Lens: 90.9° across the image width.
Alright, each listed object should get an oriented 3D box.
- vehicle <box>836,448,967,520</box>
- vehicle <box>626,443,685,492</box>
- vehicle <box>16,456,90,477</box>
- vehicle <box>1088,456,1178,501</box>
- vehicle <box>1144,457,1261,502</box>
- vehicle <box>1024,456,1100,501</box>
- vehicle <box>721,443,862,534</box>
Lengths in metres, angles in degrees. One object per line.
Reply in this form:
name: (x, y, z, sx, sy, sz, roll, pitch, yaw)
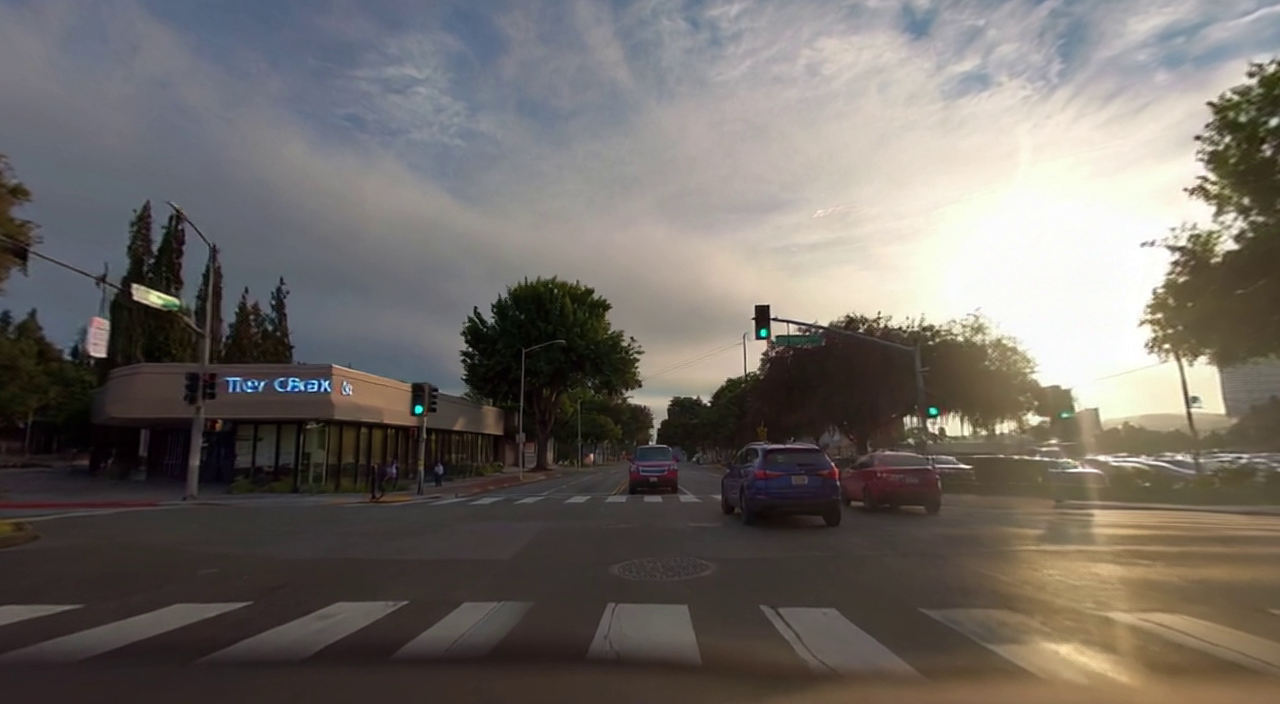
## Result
vehicle: (6.855, 3.446, 17.034, 1.792, 1.682, 4.089, 0, -8, 1)
vehicle: (0.635, 5.099, 28.256, 2.390, 1.948, 5.344, 0, -8, 0)
vehicle: (-41.639, 8.108, 44.772, 3.391, 1.379, 1.562, 4, -9, -26)
vehicle: (19.212, 4.888, 24.738, 1.791, 1.520, 3.649, -4, -9, 23)
vehicle: (21.500, 4.834, 24.330, 2.066, 1.488, 4.158, -4, -9, 24)
vehicle: (16.826, 4.997, 25.314, 1.875, 1.543, 3.853, -4, -9, 25)
vehicle: (3.229, 2.988, 14.583, 2.048, 1.725, 4.754, 0, -8, 0)
